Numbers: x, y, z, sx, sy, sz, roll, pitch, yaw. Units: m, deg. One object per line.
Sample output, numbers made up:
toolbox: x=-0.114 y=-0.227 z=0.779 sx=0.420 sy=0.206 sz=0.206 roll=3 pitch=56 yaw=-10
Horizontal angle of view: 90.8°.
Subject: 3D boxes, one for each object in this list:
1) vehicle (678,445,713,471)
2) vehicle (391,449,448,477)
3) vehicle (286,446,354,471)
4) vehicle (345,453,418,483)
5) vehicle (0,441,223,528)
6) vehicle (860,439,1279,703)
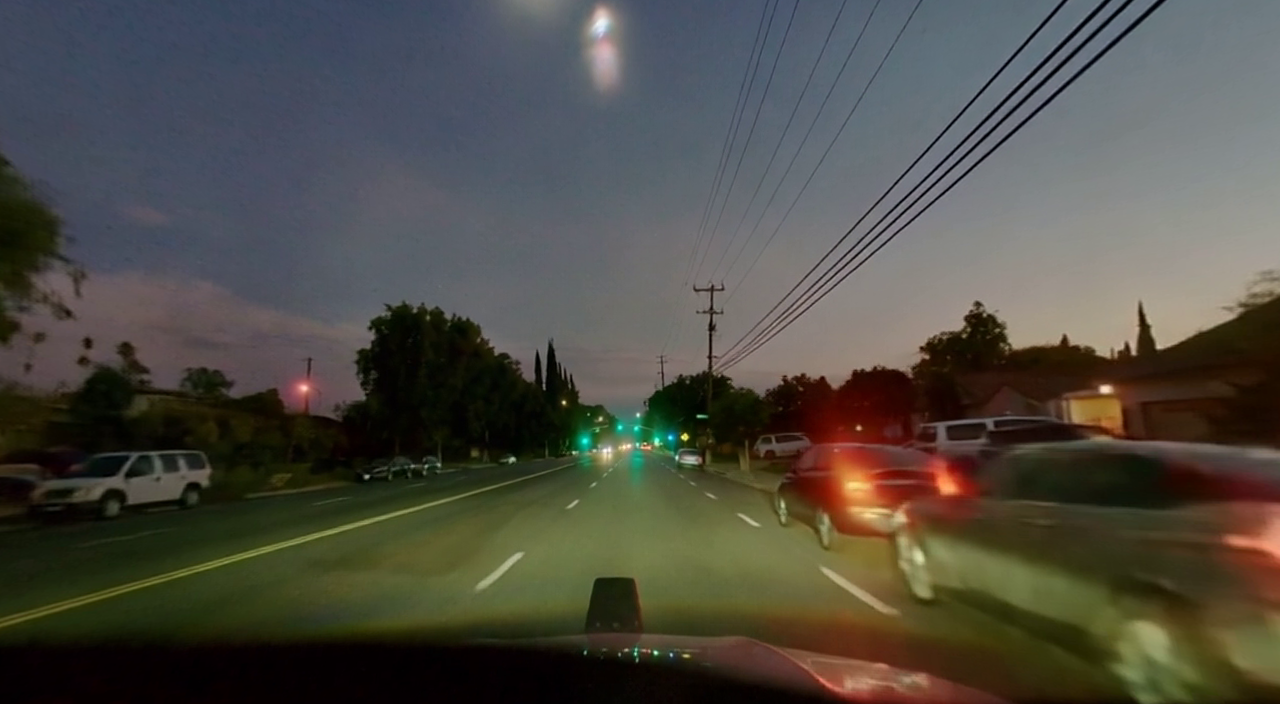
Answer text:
vehicle: x=3.550 y=6.871 z=41.165 sx=1.855 sy=1.518 sz=4.707 roll=0 pitch=-9 yaw=0
vehicle: x=-13.882 y=6.999 z=40.040 sx=1.916 sy=1.632 sz=4.440 roll=0 pitch=-9 yaw=1
vehicle: x=-22.526 y=7.533 z=44.513 sx=3.803 sy=1.528 sz=1.812 roll=-3 pitch=-10 yaw=-2
vehicle: x=-14.060 y=6.324 z=34.656 sx=2.011 sy=1.480 sz=4.644 roll=0 pitch=-9 yaw=0
vehicle: x=-13.625 y=3.347 z=16.706 sx=2.137 sy=1.852 sz=4.541 roll=-2 pitch=-8 yaw=-1
vehicle: x=3.083 y=1.232 z=3.582 sx=1.866 sy=1.414 sz=4.604 roll=0 pitch=-9 yaw=-2
